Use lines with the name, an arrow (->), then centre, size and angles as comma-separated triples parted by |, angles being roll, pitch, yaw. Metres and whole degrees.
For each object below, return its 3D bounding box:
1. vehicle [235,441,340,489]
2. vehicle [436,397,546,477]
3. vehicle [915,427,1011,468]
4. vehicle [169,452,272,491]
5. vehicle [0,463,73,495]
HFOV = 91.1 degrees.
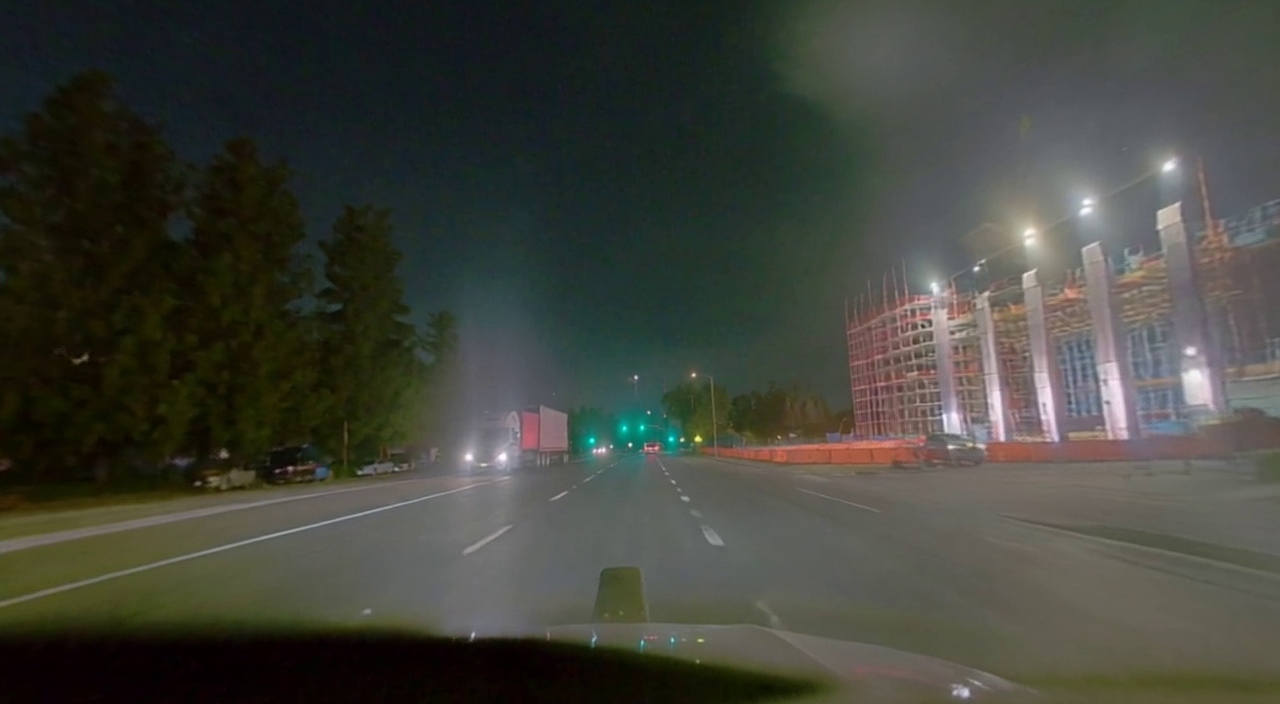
vehicle -> -18.201, 5.802, 32.801 | 2.154, 1.987, 5.836 | -5, -7, 0
vehicle -> -7.346, 4.493, 32.732 | 3.032, 3.524, 9.640 | 0, -8, 2
vehicle -> 16.477, 4.923, 32.462 | 2.021, 1.835, 5.654 | 2, -8, 1
vehicle -> -21.521, 6.115, 32.482 | 2.168, 1.800, 4.603 | 0, -8, -2
vehicle -> -33.909, 6.813, 33.765 | 1.848, 1.484, 4.574 | 1, -8, 16
